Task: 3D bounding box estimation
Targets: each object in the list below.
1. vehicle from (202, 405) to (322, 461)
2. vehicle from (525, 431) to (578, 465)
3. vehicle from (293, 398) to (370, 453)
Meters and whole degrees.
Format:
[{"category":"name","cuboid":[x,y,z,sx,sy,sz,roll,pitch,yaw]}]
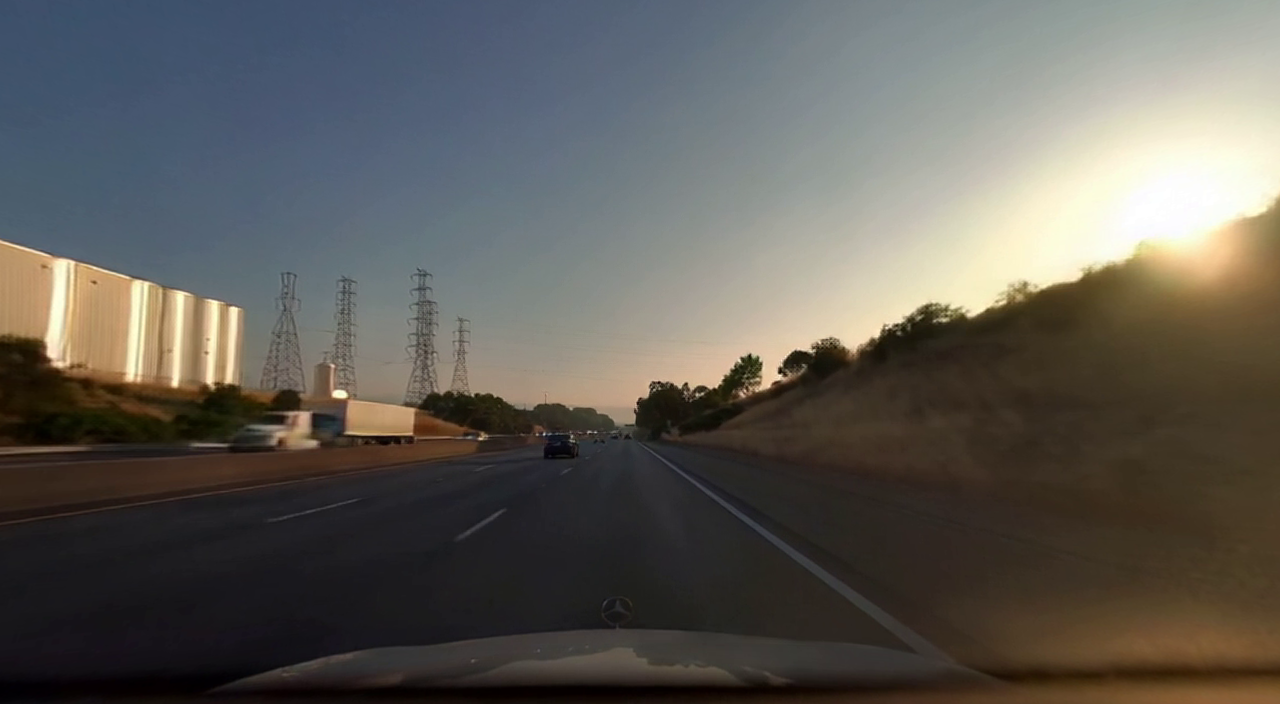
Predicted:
[{"category":"vehicle","cuboid":[-20.055,4.386,33.978,2.315,2.691,6.787,0,-8,-1]},{"category":"vehicle","cuboid":[-4.048,4.418,29.312,1.952,1.462,3.969,0,-8,-1]},{"category":"vehicle","cuboid":[-23.925,5.765,49.259,2.974,4.004,5.936,0,-8,-1]}]
